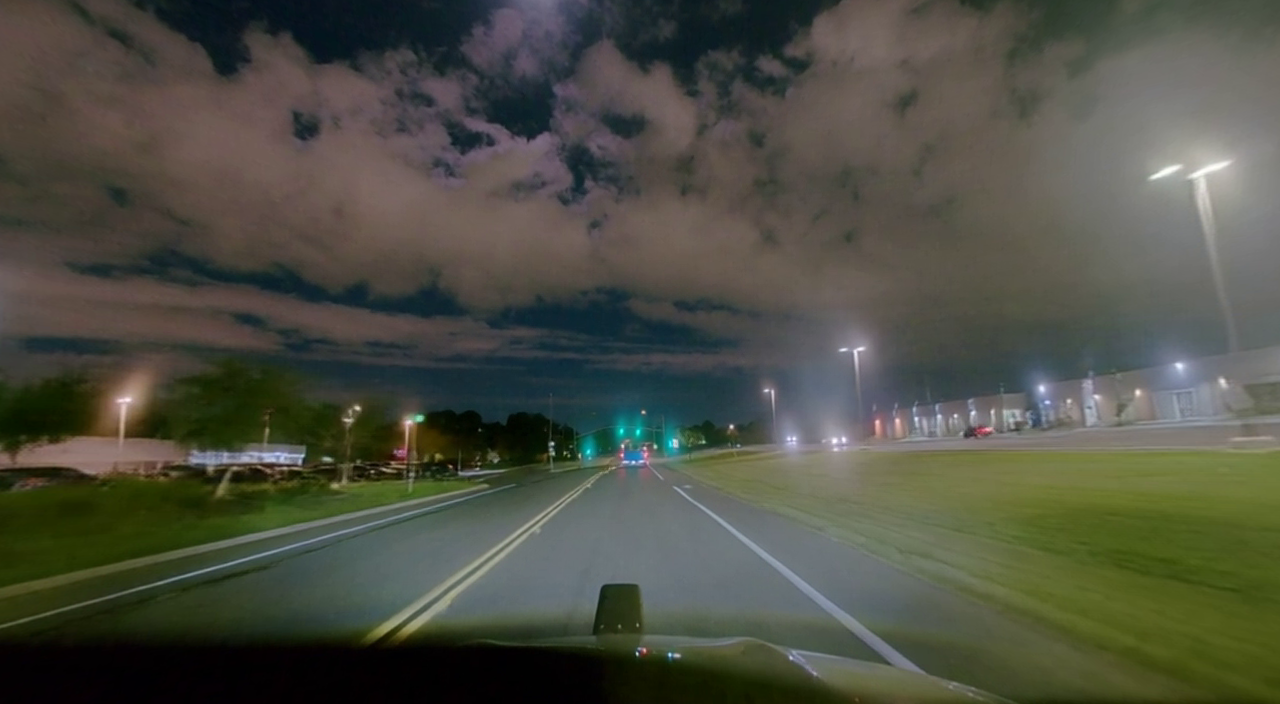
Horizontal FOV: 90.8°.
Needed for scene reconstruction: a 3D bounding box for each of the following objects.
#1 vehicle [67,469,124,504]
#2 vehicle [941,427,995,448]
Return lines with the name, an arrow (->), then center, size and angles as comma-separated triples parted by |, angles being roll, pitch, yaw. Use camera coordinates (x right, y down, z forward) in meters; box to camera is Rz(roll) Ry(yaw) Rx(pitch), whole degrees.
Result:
vehicle -> -27.295, 6.671, 31.628 | 1.896, 1.481, 4.448 | 8, -12, -42
vehicle -> 24.789, 6.514, 47.870 | 1.816, 1.517, 3.920 | 0, -9, -3
